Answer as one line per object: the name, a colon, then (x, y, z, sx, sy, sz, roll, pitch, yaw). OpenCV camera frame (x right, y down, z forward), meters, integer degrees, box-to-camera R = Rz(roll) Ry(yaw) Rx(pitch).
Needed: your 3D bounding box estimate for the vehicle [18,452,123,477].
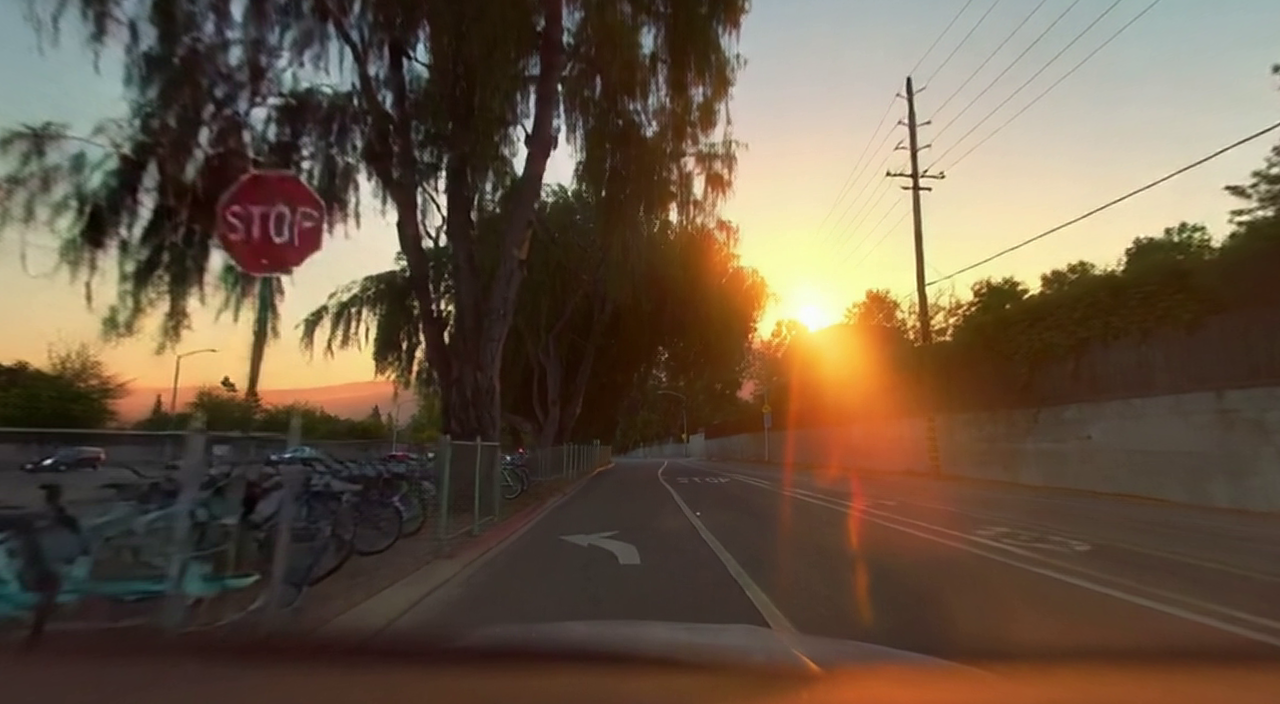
vehicle: (-33.786, 6.668, 37.560, 4.327, 1.402, 1.757, 0, -9, -4)
